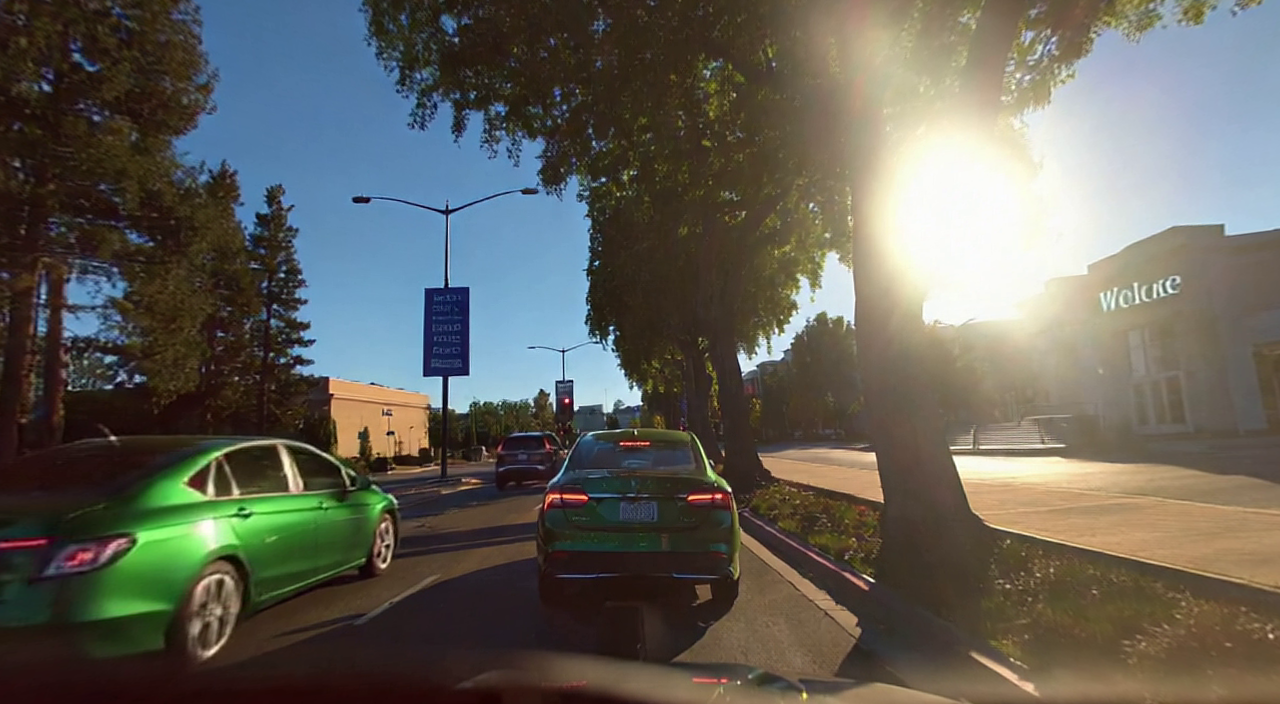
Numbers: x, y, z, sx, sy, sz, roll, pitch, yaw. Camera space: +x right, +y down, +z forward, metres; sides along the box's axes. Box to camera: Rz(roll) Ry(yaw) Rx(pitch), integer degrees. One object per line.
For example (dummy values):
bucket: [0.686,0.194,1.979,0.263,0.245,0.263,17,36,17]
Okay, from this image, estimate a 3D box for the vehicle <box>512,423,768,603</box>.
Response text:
vehicle: [-0.058,1.635,7.311,2.126,1.475,3.967,0,-8,-2]

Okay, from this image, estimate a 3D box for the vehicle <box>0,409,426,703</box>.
vehicle: [-3.497,1.337,5.099,1.961,1.487,4.453,0,-8,0]
